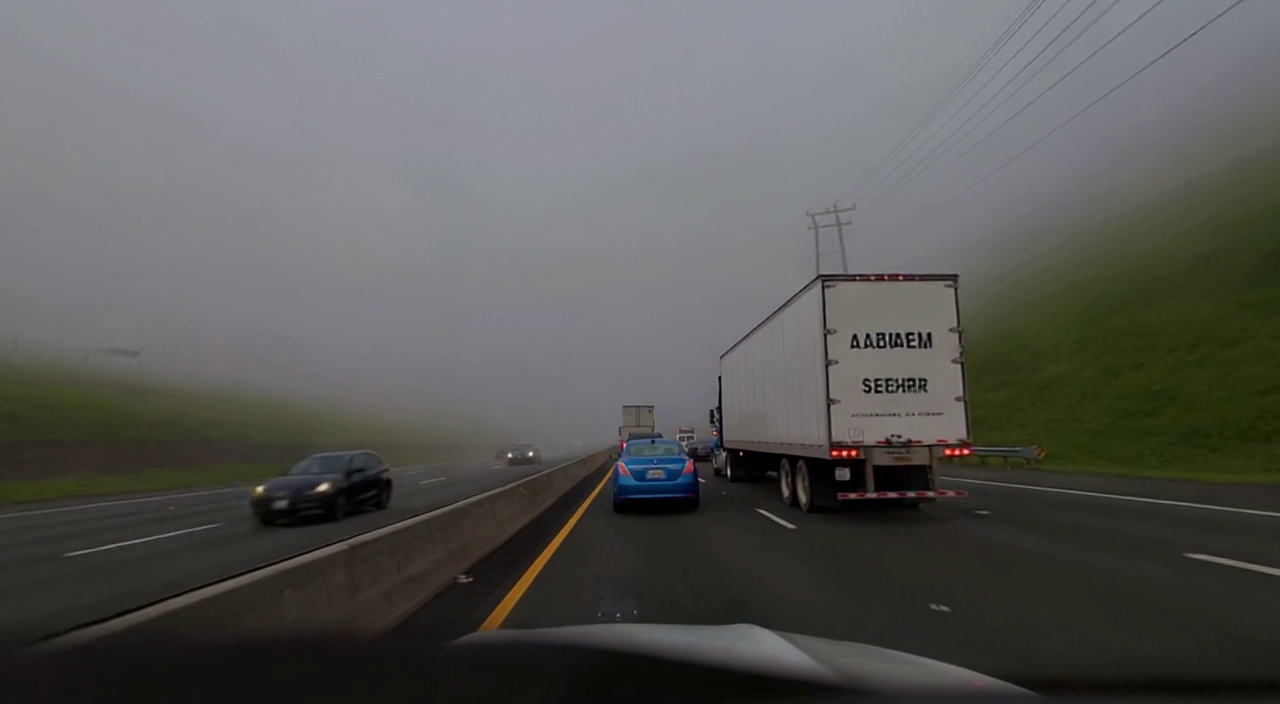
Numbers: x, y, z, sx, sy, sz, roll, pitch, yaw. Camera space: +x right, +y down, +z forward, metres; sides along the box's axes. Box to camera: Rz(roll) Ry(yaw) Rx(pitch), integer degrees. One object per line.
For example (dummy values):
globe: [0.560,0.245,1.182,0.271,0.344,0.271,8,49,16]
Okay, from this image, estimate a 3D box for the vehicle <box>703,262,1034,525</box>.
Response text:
vehicle: [4.180,1.574,16.827,3.138,4.065,14.276,0,-8,-2]

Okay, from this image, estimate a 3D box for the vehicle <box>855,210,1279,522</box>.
vehicle: [8.700,0.983,14.459,2.845,4.146,12.401,0,-8,-1]

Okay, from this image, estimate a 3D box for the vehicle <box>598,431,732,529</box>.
vehicle: [0.331,2.205,11.437,2.045,1.446,3.597,0,-8,-2]

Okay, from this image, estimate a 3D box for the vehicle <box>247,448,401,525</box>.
vehicle: [-7.778,3.294,15.981,1.926,1.606,3.853,-1,-8,-1]

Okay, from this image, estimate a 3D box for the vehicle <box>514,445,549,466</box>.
vehicle: [-8.202,7.832,47.800,1.848,1.512,4.327,-1,-8,0]
